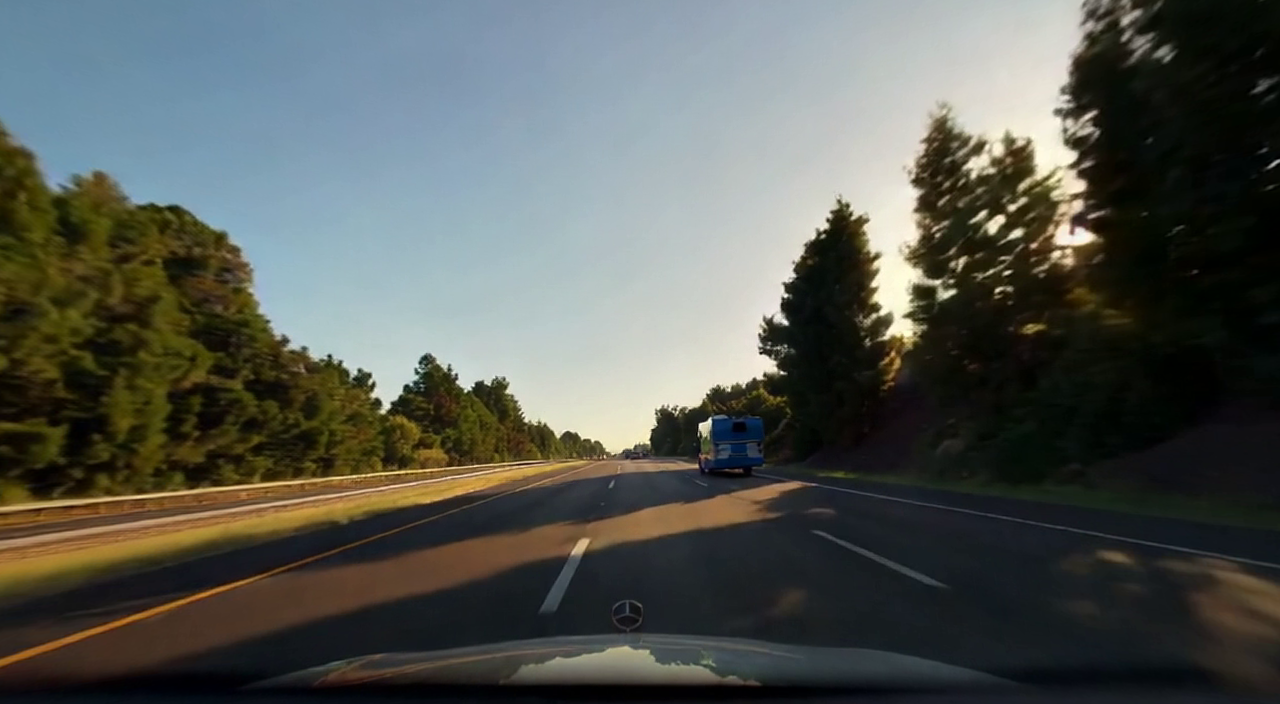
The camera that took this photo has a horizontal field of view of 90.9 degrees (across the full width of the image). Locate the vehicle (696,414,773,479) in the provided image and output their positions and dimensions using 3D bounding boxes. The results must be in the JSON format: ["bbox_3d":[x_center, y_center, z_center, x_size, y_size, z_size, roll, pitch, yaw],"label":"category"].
[{"bbox_3d":[4.405,4.594,30.576,2.556,2.763,6.287,0,-9,-2],"label":"vehicle"}]
